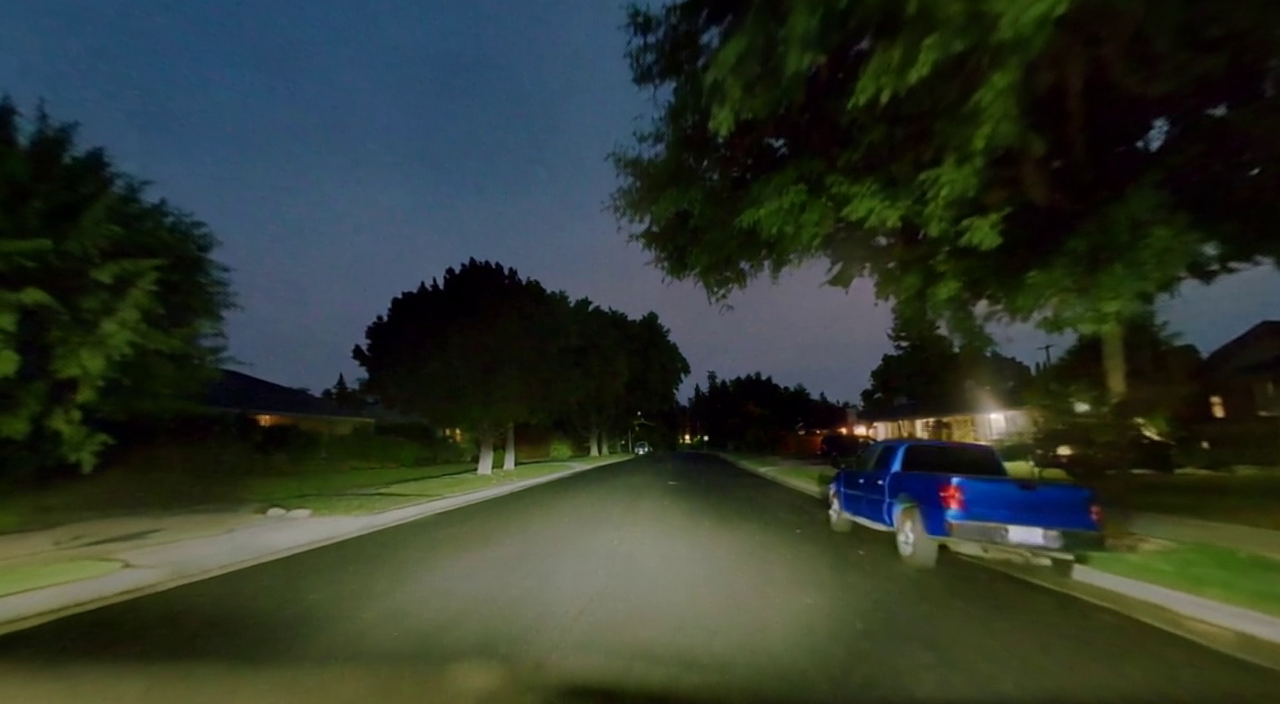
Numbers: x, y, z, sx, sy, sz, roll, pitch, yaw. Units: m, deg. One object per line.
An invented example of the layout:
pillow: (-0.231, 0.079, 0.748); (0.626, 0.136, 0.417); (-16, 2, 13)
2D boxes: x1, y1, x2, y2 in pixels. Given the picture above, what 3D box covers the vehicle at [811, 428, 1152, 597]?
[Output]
vehicle: (3.649, 1.751, 7.842); (2.006, 1.494, 4.211); (0, -8, 2)
